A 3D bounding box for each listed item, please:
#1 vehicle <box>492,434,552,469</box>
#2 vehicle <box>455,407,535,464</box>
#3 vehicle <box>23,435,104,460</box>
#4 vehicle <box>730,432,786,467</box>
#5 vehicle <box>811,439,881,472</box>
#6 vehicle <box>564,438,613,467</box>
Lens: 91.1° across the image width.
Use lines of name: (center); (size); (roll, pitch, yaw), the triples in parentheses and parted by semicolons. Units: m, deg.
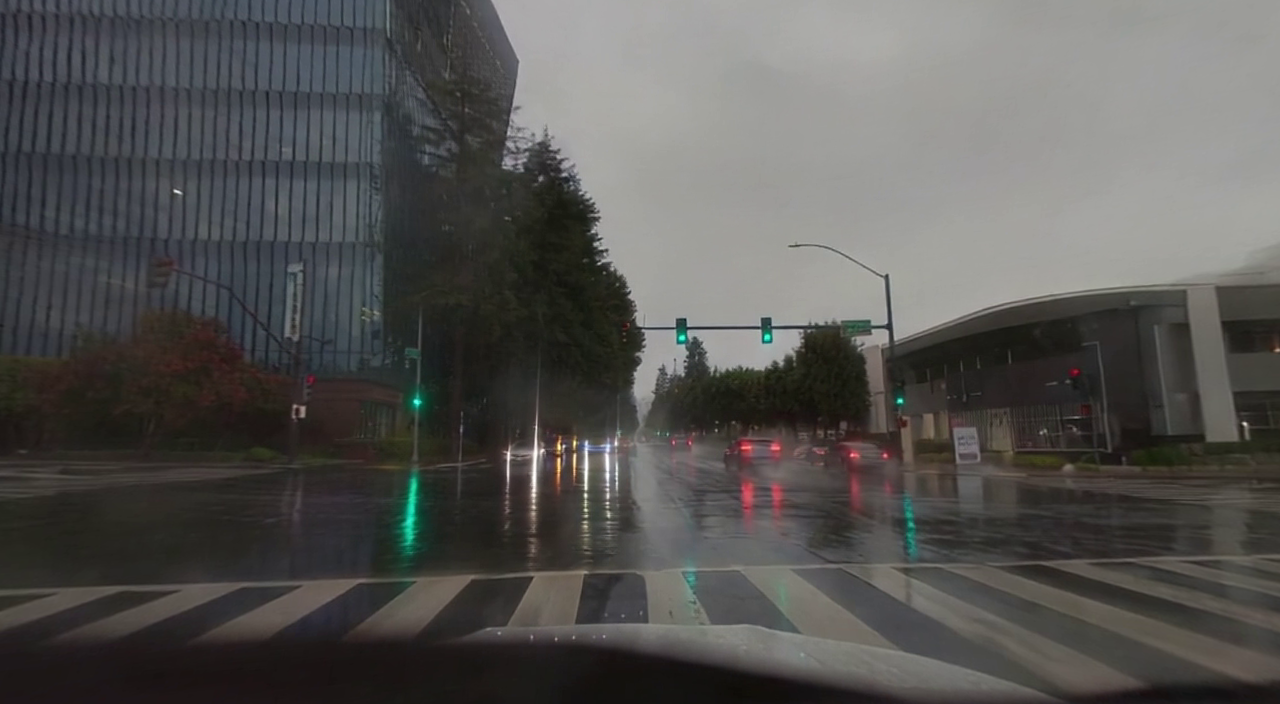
vehicle: (-6.052, 5.178, 32.664); (2.182, 1.677, 4.384); (0, -9, 1)
vehicle: (-9.213, 5.411, 40.889); (3.191, 3.314, 7.914); (0, -7, 1)
vehicle: (-35.491, 5.919, 38.771); (1.628, 1.448, 3.621); (0, -9, -2)
vehicle: (6.343, 5.327, 34.379); (2.098, 1.723, 4.881); (0, -8, 0)
vehicle: (9.964, 5.035, 30.793); (1.896, 1.463, 4.296); (0, -8, -1)
vehicle: (-2.738, 5.485, 34.513); (2.147, 1.481, 4.331); (0, -8, 3)
